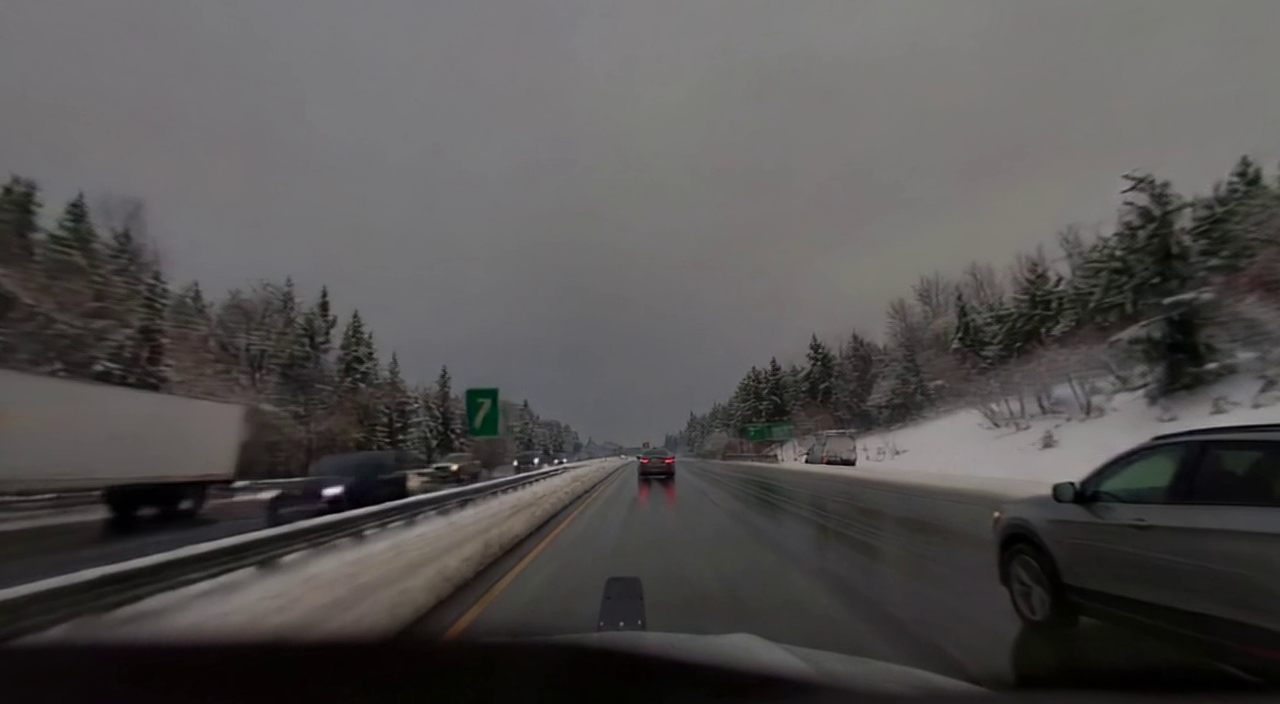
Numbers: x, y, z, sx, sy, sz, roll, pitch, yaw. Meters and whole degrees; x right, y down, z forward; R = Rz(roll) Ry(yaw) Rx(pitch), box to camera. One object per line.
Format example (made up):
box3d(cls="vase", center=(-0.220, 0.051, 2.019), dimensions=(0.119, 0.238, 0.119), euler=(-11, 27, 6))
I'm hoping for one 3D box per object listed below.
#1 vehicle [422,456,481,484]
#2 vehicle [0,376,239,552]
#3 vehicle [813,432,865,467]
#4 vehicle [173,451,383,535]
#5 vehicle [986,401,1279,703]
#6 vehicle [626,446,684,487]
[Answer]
box3d(cls="vehicle", center=(-11.191, 7.033, 37.776), dimensions=(2.103, 1.481, 4.610), euler=(0, -9, 1))
box3d(cls="vehicle", center=(-14.650, 2.416, 13.673), dimensions=(2.812, 3.601, 13.744), euler=(0, -9, 1))
box3d(cls="vehicle", center=(14.925, 7.333, 47.533), dimensions=(2.115, 2.446, 5.323), euler=(0, -9, -1))
box3d(cls="vehicle", center=(-7.503, 2.921, 13.741), dimensions=(1.911, 1.497, 4.500), euler=(0, -9, 0))
box3d(cls="vehicle", center=(3.702, 0.952, 2.653), dimensions=(2.029, 1.475, 4.279), euler=(0, -9, 0))
box3d(cls="vehicle", center=(0.555, 4.639, 25.808), dimensions=(2.177, 1.520, 4.278), euler=(0, -9, 0))
